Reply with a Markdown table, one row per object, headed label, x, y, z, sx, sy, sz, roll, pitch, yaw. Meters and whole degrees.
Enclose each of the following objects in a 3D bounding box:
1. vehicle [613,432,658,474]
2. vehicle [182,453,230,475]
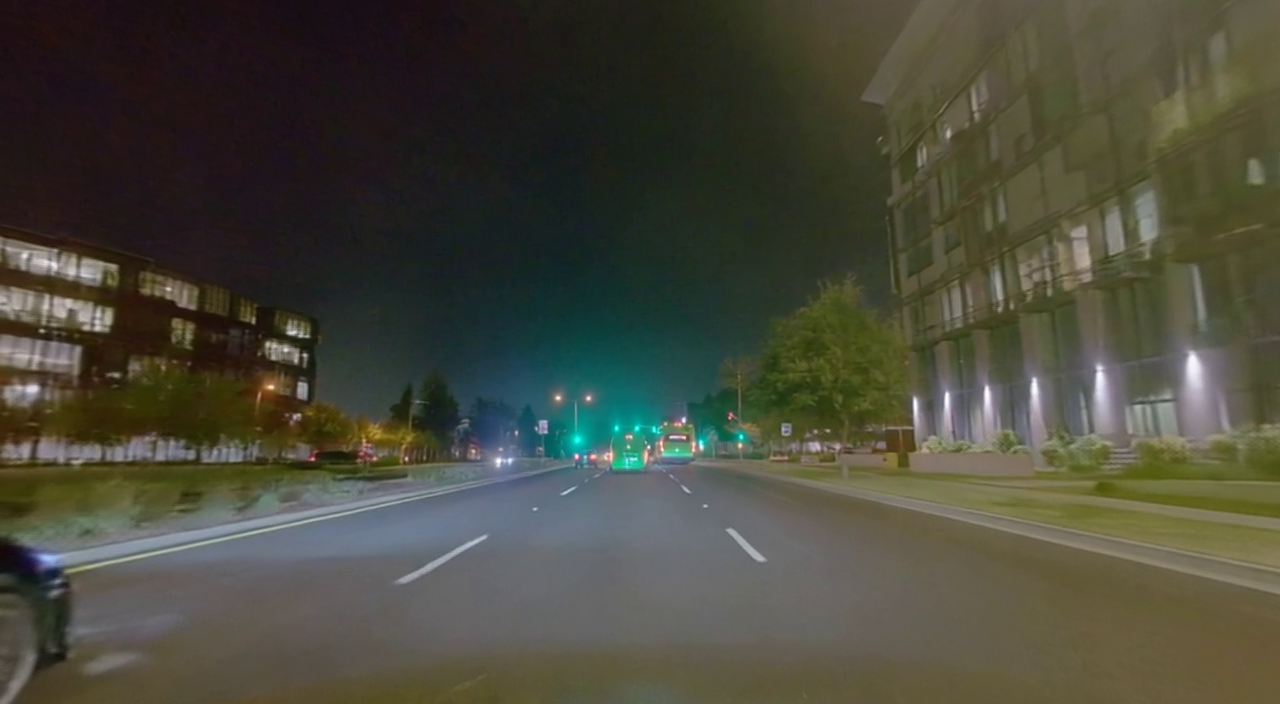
| label | x | y | z | sx | sy | sz | roll | pitch | yaw |
| --- | --- | --- | --- | --- | --- | --- | --- | --- | --- |
| vehicle | -0.198 | 5.597 | 35.067 | 2.336 | 2.122 | 5.207 | 0 | -9 | 1 |
| vehicle | -32.431 | 8.335 | 47.138 | 2.113 | 1.537 | 4.545 | 8 | -12 | -42 |
